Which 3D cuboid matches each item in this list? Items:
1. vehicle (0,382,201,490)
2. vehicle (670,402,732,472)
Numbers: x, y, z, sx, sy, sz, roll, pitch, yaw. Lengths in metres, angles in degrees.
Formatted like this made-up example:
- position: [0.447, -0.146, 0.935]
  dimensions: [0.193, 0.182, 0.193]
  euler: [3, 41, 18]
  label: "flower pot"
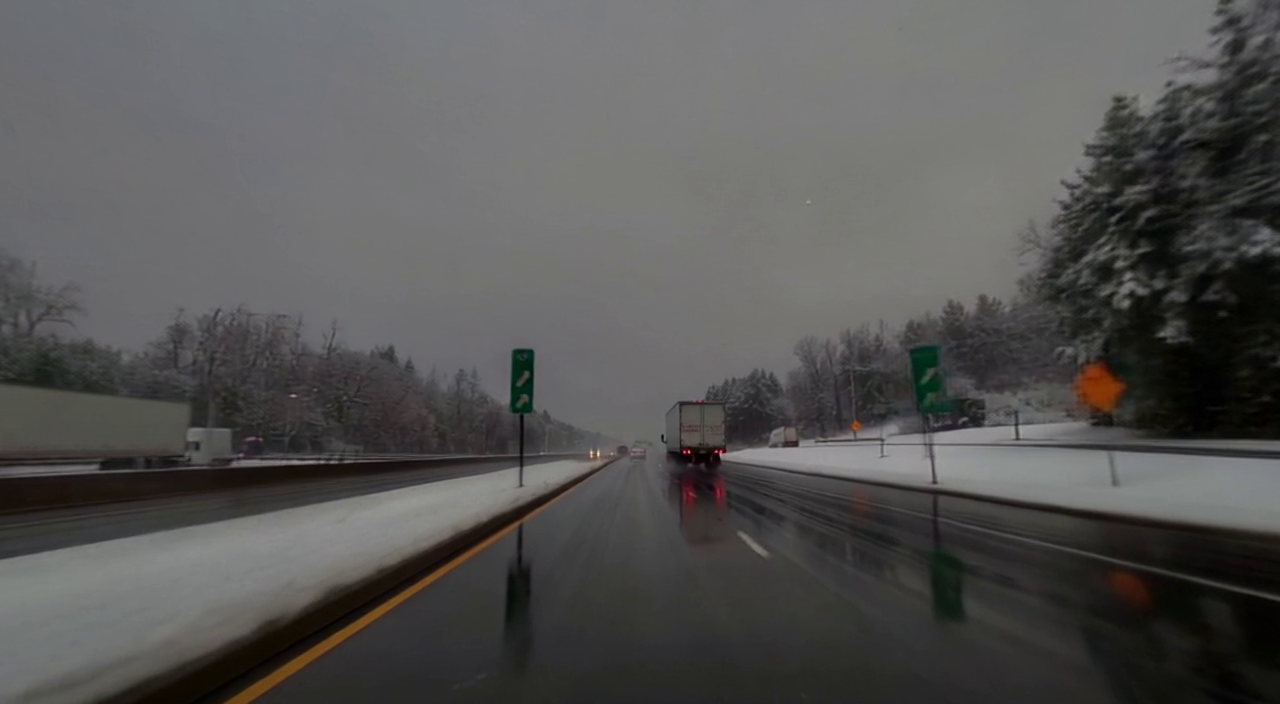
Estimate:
- position: [-26.300, 3.868, 28.351]
  dimensions: [2.937, 4.143, 13.793]
  euler: [1, -9, 0]
  label: "vehicle"
- position: [3.940, 6.021, 43.875]
  dimensions: [3.185, 4.154, 12.638]
  euler: [0, -9, 0]
  label: "vehicle"
